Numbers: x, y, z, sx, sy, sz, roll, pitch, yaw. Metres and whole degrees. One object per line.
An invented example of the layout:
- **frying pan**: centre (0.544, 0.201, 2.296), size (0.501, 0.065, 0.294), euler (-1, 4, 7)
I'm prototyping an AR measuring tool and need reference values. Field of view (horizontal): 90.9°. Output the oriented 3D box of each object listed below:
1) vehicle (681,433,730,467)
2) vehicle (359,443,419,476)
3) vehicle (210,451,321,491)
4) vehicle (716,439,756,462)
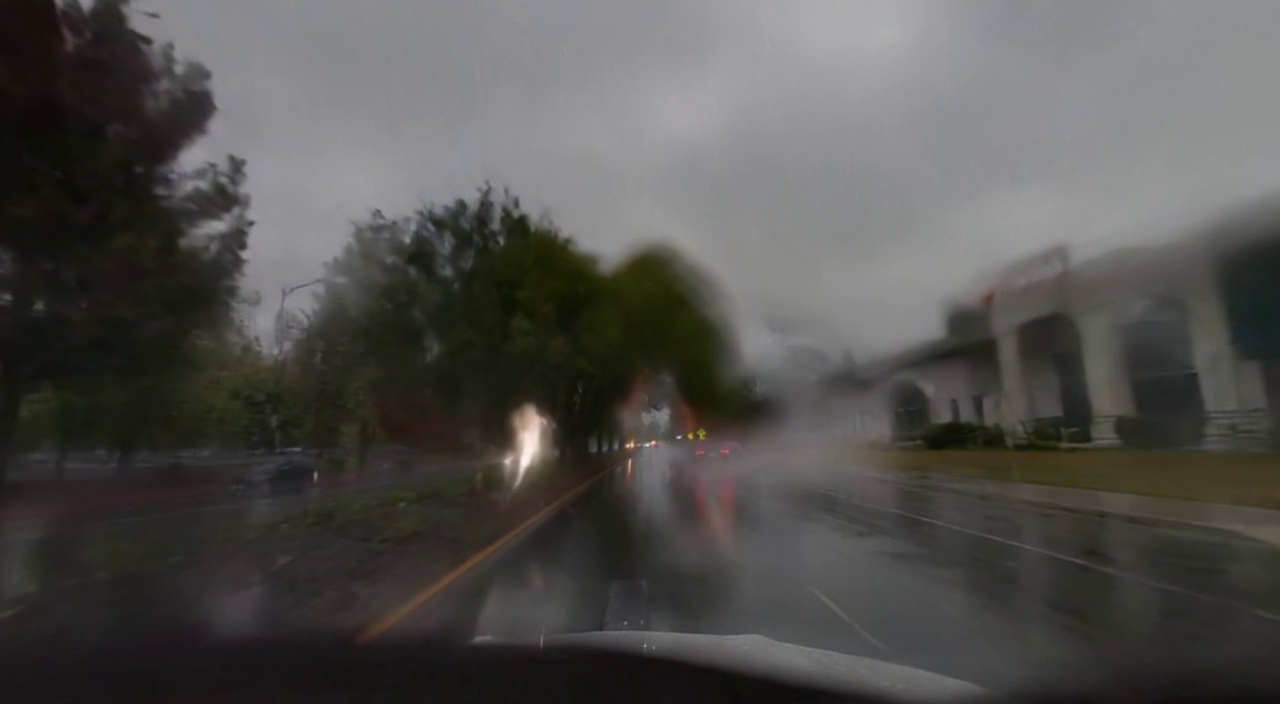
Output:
- **vehicle**: centre (3.526, 5.371, 34.693), size (2.143, 1.759, 4.378), euler (0, -8, -1)
- **vehicle**: centre (-16.426, 7.012, 41.559), size (2.070, 1.892, 4.708), euler (-2, -8, 0)
- **vehicle**: centre (-16.499, 5.231, 28.102), size (2.009, 1.540, 4.849), euler (0, -8, 0)
- **vehicle**: centre (6.594, 6.835, 43.806), size (2.100, 1.491, 4.563), euler (0, -8, 0)
